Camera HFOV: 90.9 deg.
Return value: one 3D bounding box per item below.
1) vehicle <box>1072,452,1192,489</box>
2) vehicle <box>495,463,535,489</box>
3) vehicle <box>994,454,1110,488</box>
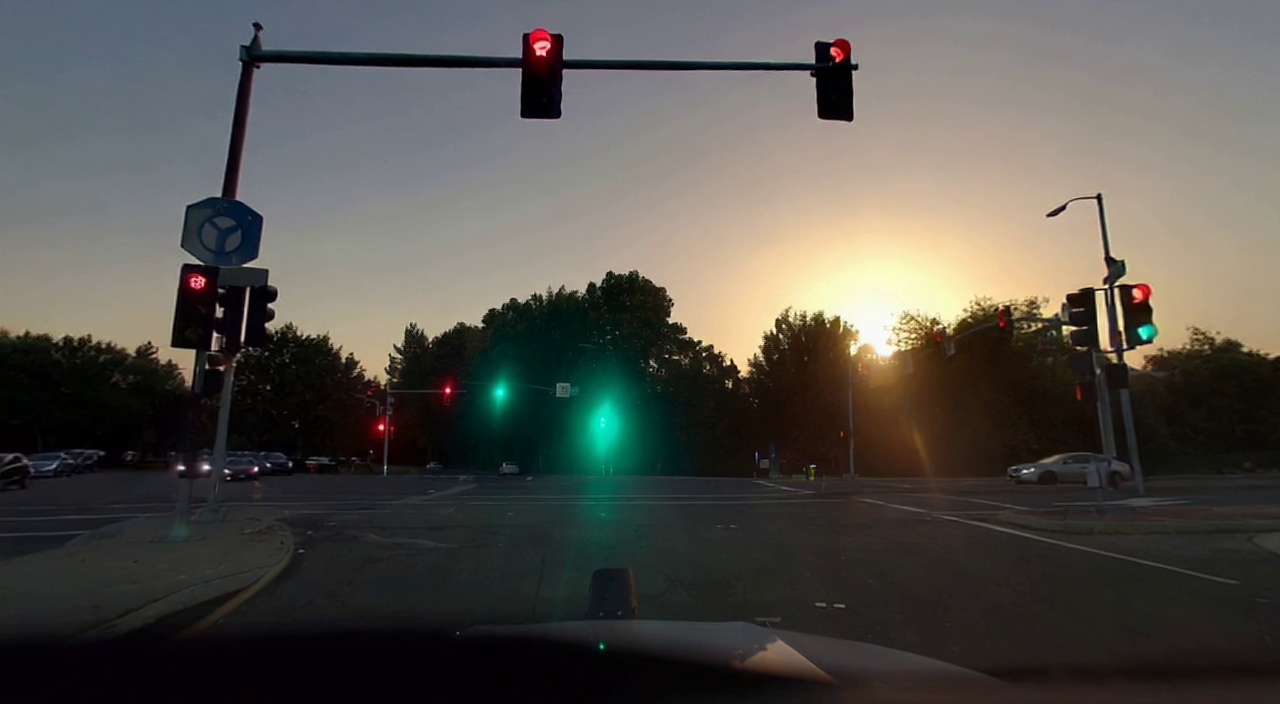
[{"bbox_3d":[22.696,5.444,29.127,3.998,1.590,1.936,1,-9,-6],"label":"vehicle"},{"bbox_3d":[-9.052,9.000,45.916,2.045,1.608,3.709,0,-8,1],"label":"vehicle"},{"bbox_3d":[21.177,6.152,32.497,4.455,1.647,2.124,1,-12,-6],"label":"vehicle"}]
